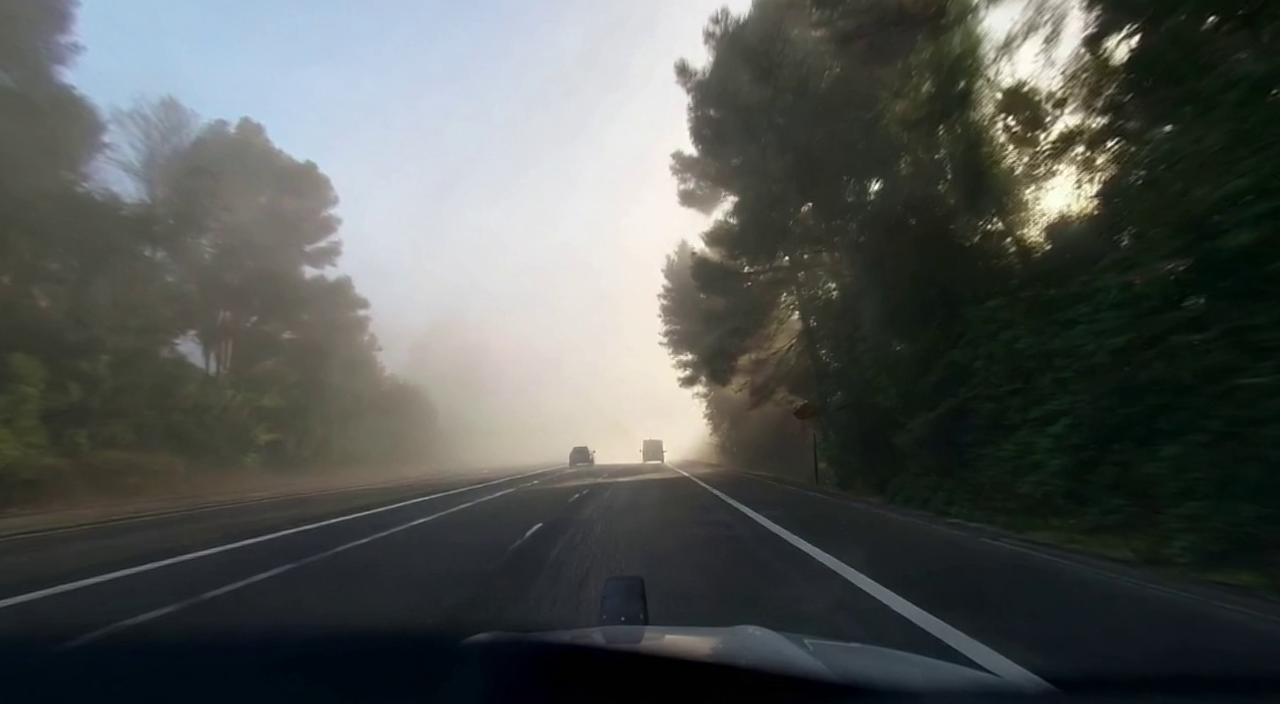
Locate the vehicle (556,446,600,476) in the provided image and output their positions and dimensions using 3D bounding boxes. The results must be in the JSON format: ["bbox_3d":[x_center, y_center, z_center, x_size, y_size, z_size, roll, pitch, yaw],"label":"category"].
[{"bbox_3d":[-3.465,6.169,35.906,2.049,1.575,4.019,0,-9,0],"label":"vehicle"}]
